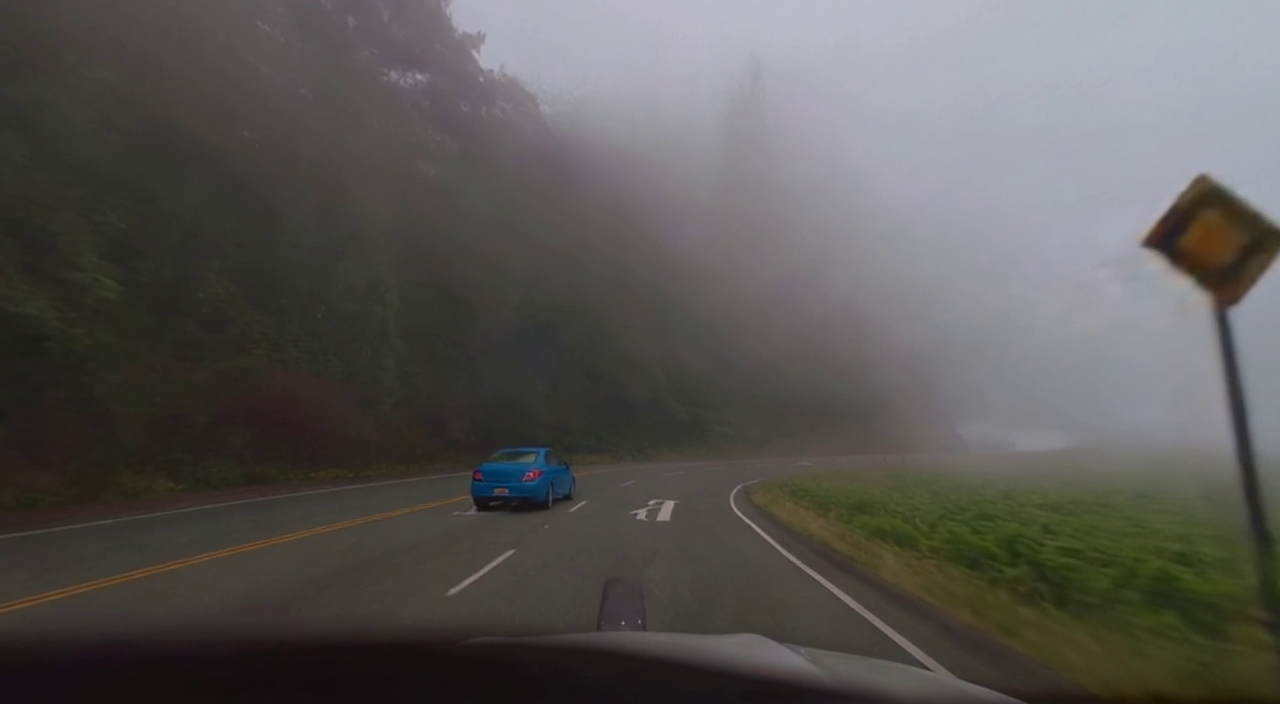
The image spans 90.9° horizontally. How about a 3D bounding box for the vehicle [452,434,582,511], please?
[{"bbox_3d":[-2.784,2.866,15.307,2.078,1.607,3.959,-1,-9,4],"label":"vehicle"}]
